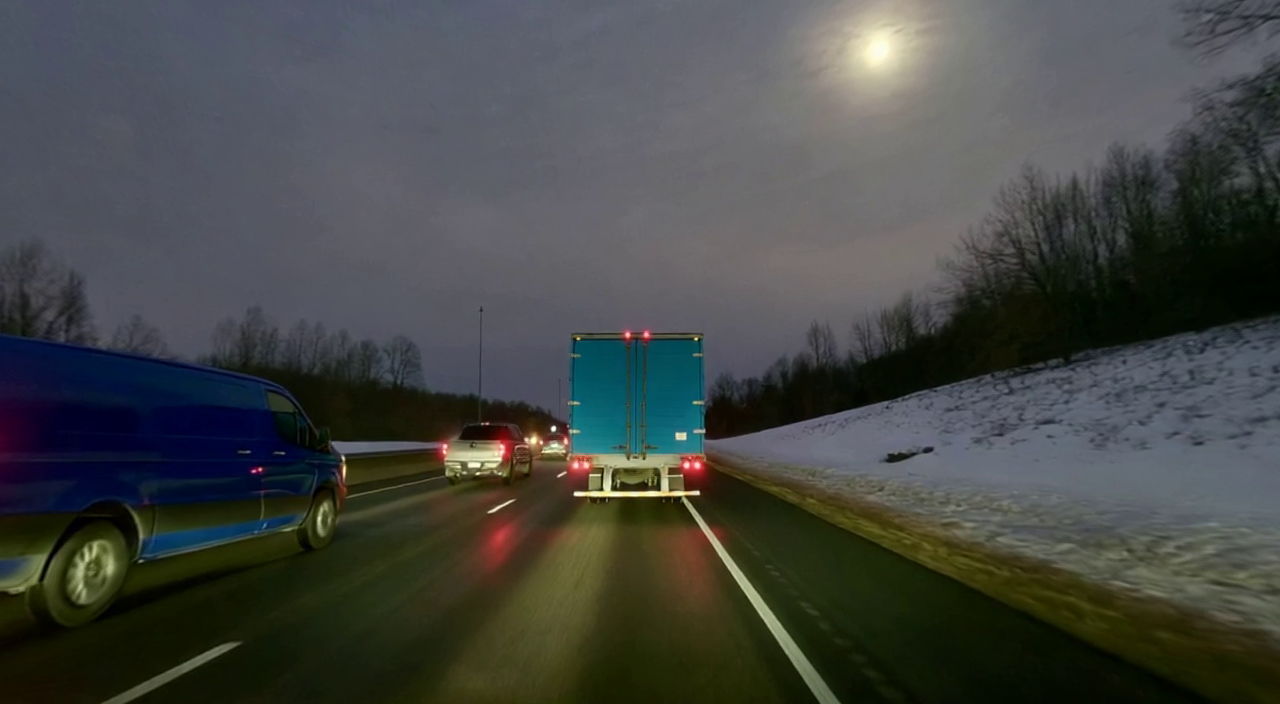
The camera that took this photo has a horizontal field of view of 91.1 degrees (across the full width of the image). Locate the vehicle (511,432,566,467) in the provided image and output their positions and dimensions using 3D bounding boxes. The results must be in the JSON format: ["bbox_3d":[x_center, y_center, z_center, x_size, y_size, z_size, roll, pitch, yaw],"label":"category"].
[{"bbox_3d":[-4.837,4.698,30.493,1.931,1.539,4.441,0,-8,0],"label":"vehicle"}]

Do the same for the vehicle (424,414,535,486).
[{"bbox_3d":[-4.848,3.047,19.897,2.168,1.985,4.952,0,-8,0],"label":"vehicle"}]

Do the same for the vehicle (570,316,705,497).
[{"bbox_3d":[-0.179,1.854,19.047,2.953,4.041,10.072,0,-8,-1],"label":"vehicle"}]

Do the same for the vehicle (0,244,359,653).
[{"bbox_3d":[-5.222,0.895,6.087,2.478,2.515,5.438,0,-8,0],"label":"vehicle"}]
